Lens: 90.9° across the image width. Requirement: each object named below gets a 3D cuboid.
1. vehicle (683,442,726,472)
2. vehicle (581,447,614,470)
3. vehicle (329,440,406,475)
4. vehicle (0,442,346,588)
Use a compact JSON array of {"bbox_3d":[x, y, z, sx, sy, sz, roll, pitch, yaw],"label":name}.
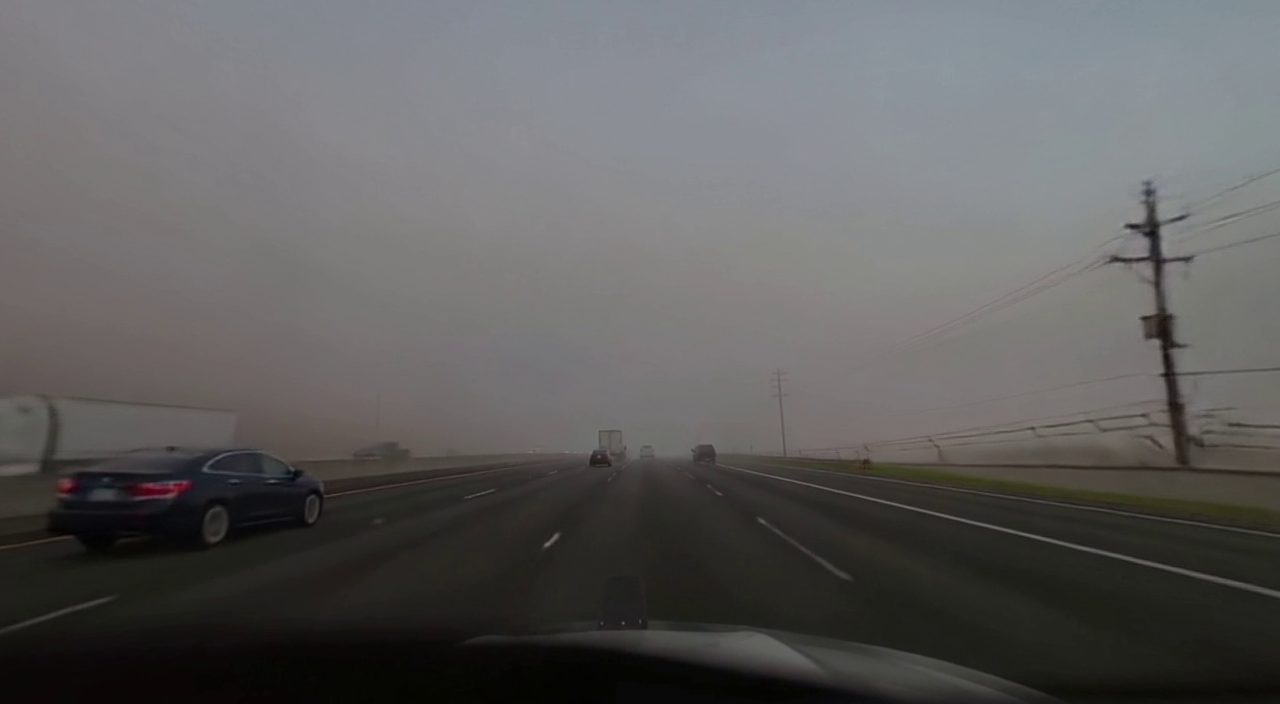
[{"bbox_3d":[4.146,6.808,41.105,2.214,1.799,4.627,0,-9,-1],"label":"vehicle"},{"bbox_3d":[-2.892,7.394,43.750,2.004,1.498,4.043,0,-9,0],"label":"vehicle"},{"bbox_3d":[-14.895,5.809,34.783,2.134,1.785,4.629,0,-9,1],"label":"vehicle"},{"bbox_3d":[-6.467,2.037,8.907,2.127,1.446,5.008,0,-9,1],"label":"vehicle"}]
